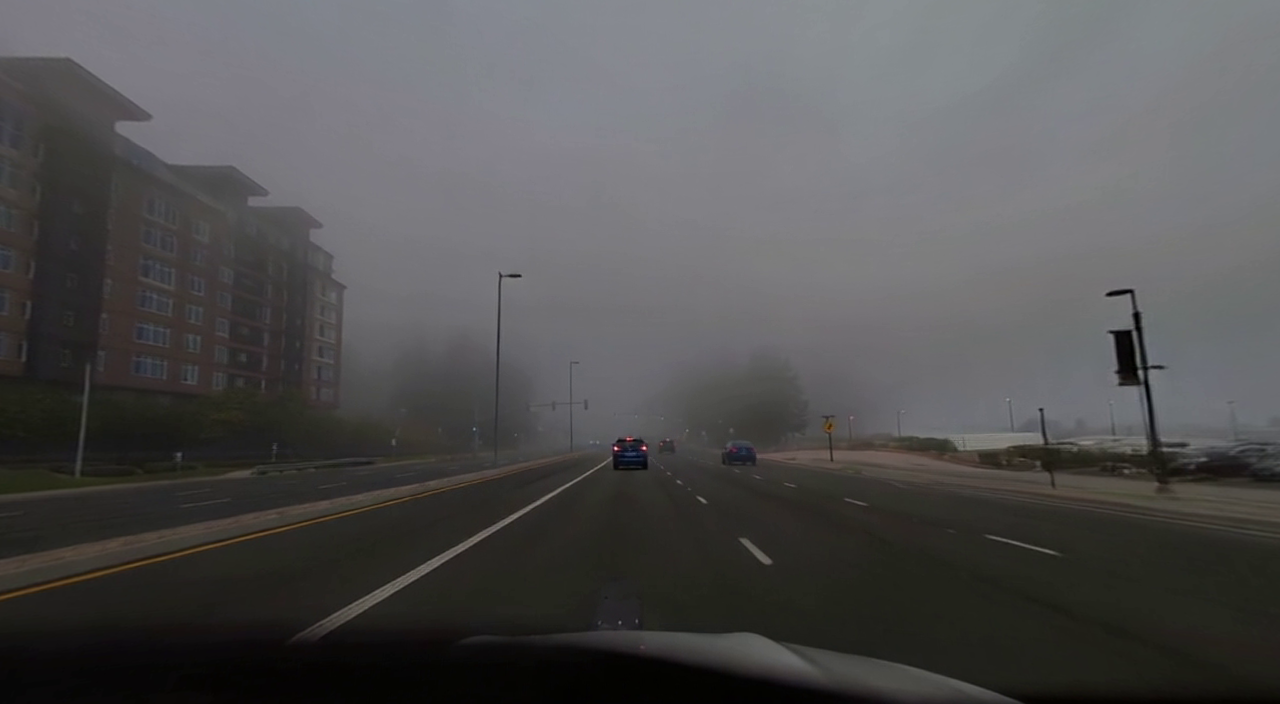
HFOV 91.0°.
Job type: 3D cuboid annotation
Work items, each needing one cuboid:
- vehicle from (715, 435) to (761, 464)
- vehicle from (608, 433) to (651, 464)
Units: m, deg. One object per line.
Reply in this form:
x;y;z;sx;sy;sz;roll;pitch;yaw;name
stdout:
6.546;6.577;42.474;2.136;1.799;4.796;1;-9;-2;vehicle
-0.658;6.491;42.323;2.682;1.908;5.706;0;-9;0;vehicle
